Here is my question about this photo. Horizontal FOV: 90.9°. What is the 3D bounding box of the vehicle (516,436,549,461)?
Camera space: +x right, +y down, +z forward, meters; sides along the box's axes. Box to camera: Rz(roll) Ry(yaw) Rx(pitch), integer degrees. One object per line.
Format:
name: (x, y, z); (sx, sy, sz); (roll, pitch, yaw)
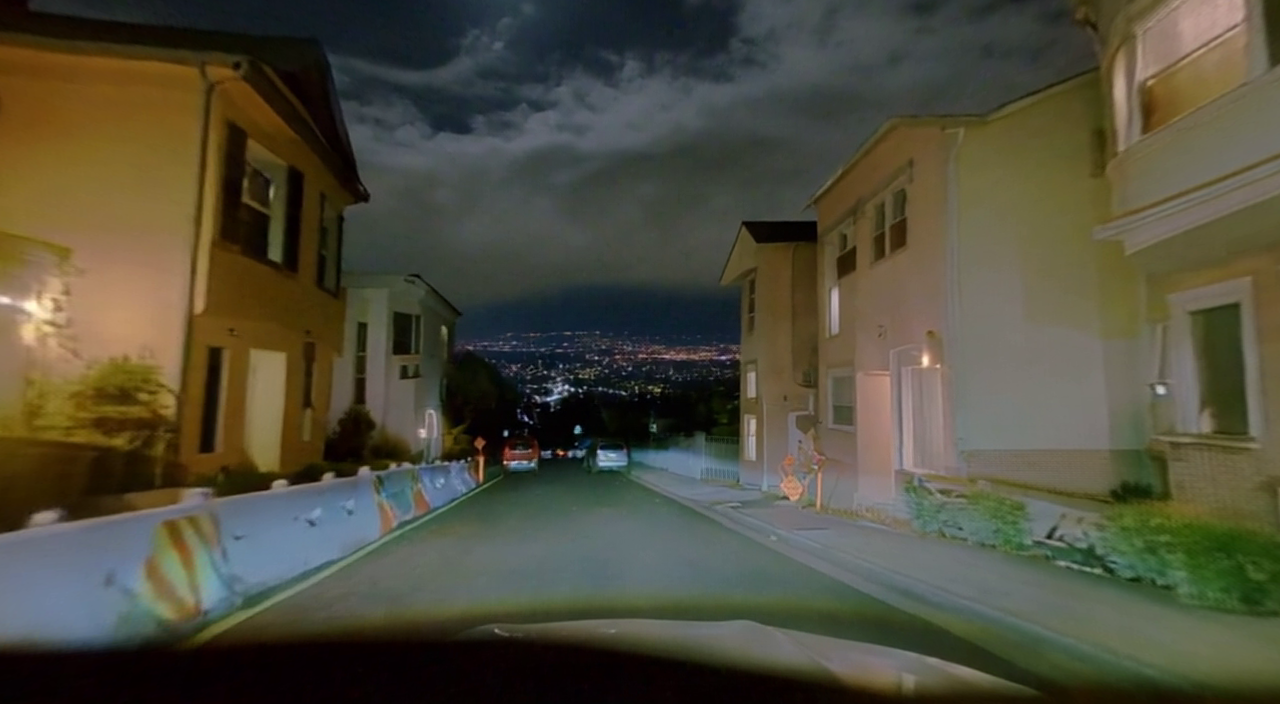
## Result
vehicle: (-7.116, 6.418, 41.974); (1.834, 1.543, 3.497); (0, -8, -4)

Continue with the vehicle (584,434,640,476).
vehicle: (-1.363, 4.671, 28.889); (2.066, 1.739, 4.234); (1, -8, -9)
